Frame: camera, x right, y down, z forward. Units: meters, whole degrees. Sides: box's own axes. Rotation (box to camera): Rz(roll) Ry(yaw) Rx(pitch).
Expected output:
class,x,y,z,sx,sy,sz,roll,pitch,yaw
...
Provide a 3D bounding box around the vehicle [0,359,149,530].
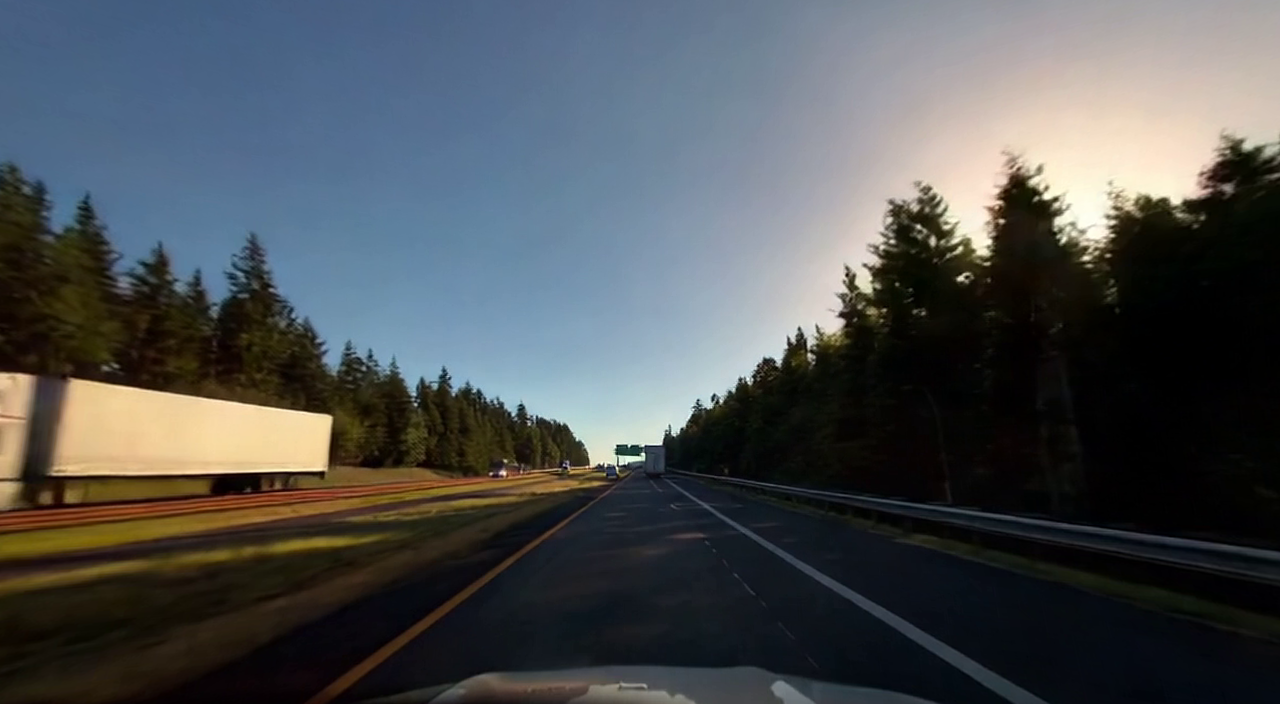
class,x,y,z,sx,sy,sz,roll,pitch,yaw
vehicle,-16.486,2.370,15.913,2.919,3.961,5.998,1,-10,1
